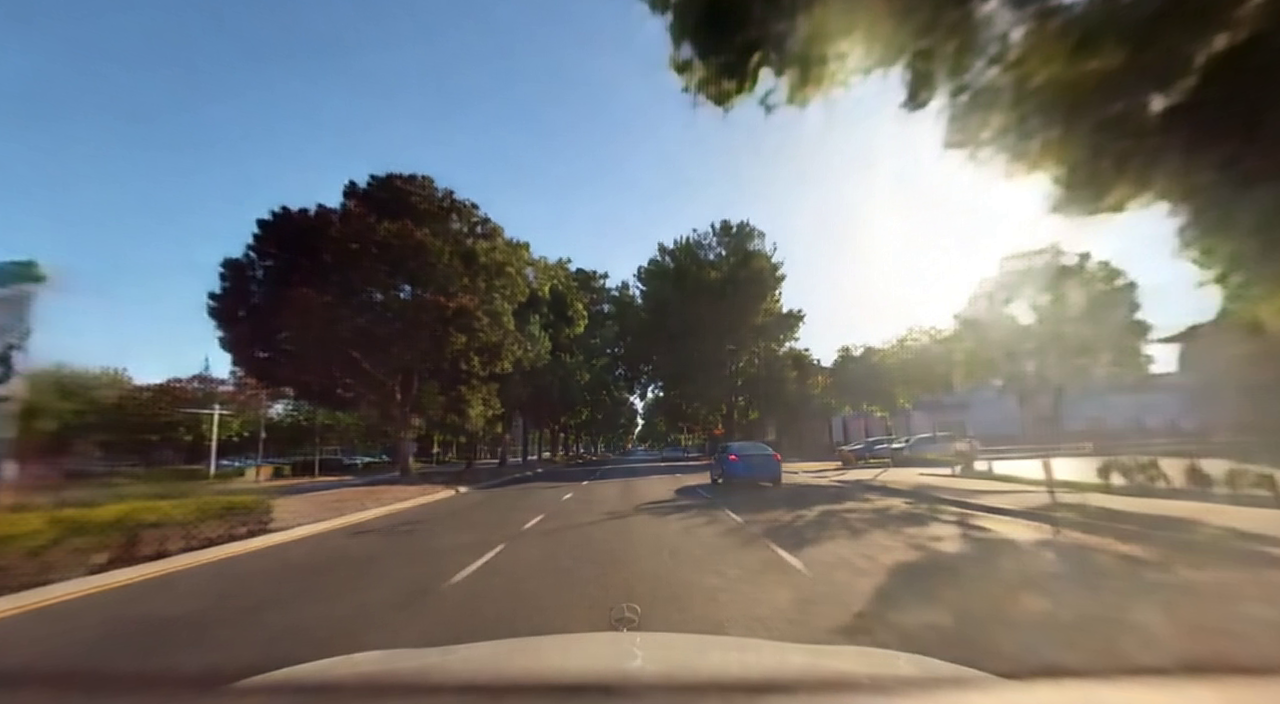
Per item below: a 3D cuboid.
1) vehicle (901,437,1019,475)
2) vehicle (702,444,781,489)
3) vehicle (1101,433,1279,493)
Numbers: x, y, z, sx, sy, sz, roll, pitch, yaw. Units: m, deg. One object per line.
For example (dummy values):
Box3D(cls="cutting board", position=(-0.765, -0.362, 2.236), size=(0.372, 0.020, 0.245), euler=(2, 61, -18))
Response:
Box3D(cls="vehicle", position=(15.824, 5.150, 31.411), size=(4.684, 1.448, 2.090), euler=(-4, -8, -3))
Box3D(cls="vehicle", position=(3.647, 4.177, 23.533), size=(2.033, 1.482, 4.571), euler=(0, -8, -2))
Box3D(cls="vehicle", position=(15.075, 2.868, 16.603), size=(4.236, 1.430, 2.139), euler=(0, -8, -1))
